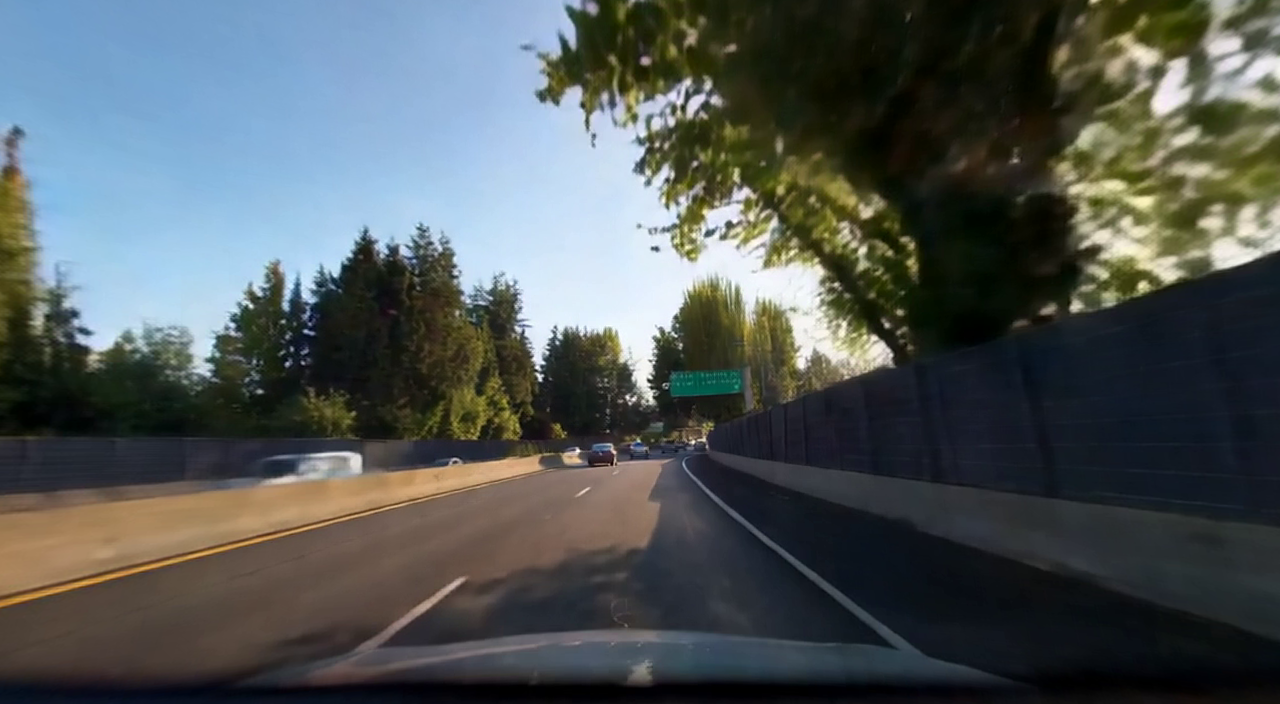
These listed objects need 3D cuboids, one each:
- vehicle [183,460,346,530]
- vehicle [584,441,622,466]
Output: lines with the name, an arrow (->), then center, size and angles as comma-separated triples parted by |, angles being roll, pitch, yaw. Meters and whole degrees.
vehicle -> -10.596, 4.025, 18.234 | 1.931, 1.645, 4.338 | 0, -8, 1
vehicle -> -2.362, 6.620, 41.177 | 1.985, 1.518, 3.847 | -1, -8, 4
